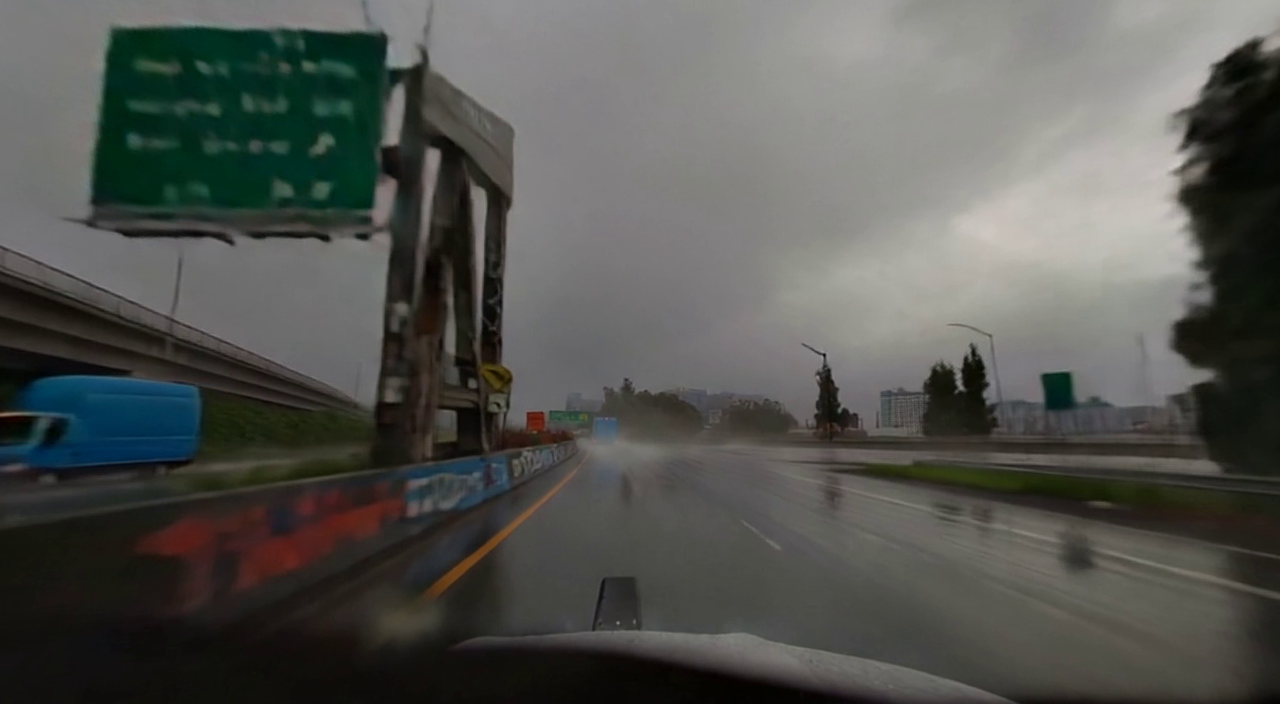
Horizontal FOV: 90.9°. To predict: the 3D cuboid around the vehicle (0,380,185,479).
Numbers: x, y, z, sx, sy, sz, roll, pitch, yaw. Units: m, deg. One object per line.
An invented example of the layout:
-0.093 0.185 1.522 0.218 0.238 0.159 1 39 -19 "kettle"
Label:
-18.590 2.604 21.036 2.354 2.823 5.911 0 -8 -1 "vehicle"
